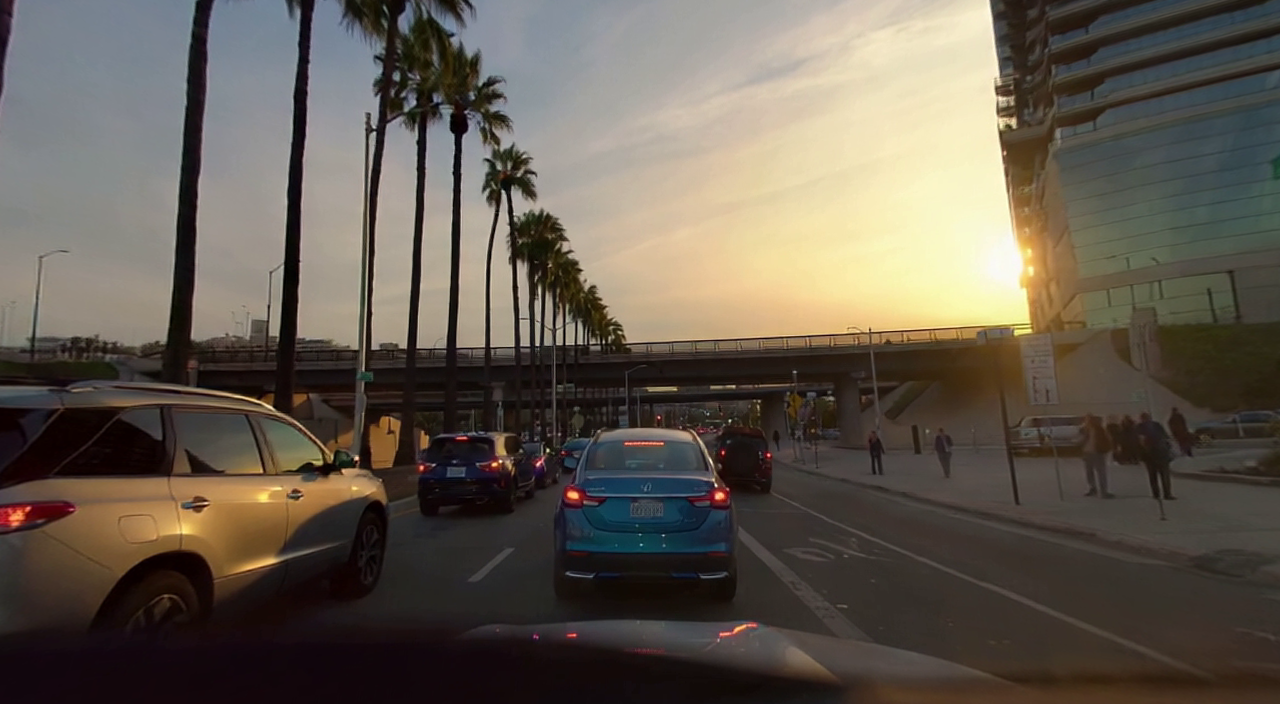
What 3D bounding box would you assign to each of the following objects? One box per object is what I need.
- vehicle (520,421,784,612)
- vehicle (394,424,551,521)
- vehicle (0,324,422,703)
[{"bbox_3d":[0.077,1.586,7.034,2.036,1.461,4.129,0,-8,0],"label":"vehicle"},{"bbox_3d":[-3.180,2.379,12.943,1.955,1.637,4.032,0,-8,2],"label":"vehicle"},{"bbox_3d":[-3.268,1.068,4.195,2.014,1.740,4.359,0,-8,1],"label":"vehicle"}]
